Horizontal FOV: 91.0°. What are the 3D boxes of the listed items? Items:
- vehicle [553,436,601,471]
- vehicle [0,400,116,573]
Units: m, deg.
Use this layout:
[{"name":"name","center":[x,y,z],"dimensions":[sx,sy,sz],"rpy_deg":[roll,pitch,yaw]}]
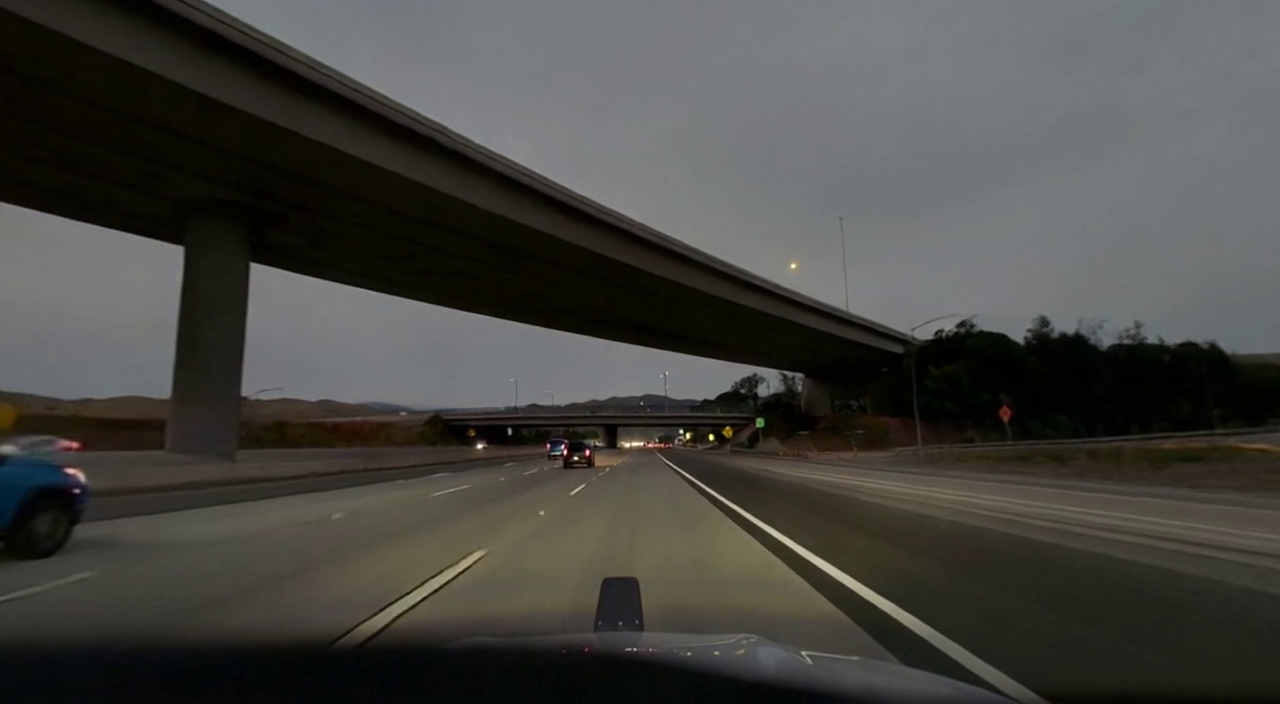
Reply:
[{"name":"vehicle","center":[-3.547,5.822,36.196],"dimensions":[2.144,1.847,4.850],"rpy_deg":[0,-9,1]},{"name":"vehicle","center":[-7.458,1.181,5.254],"dimensions":[2.092,1.712,4.627],"rpy_deg":[0,-9,1]}]
